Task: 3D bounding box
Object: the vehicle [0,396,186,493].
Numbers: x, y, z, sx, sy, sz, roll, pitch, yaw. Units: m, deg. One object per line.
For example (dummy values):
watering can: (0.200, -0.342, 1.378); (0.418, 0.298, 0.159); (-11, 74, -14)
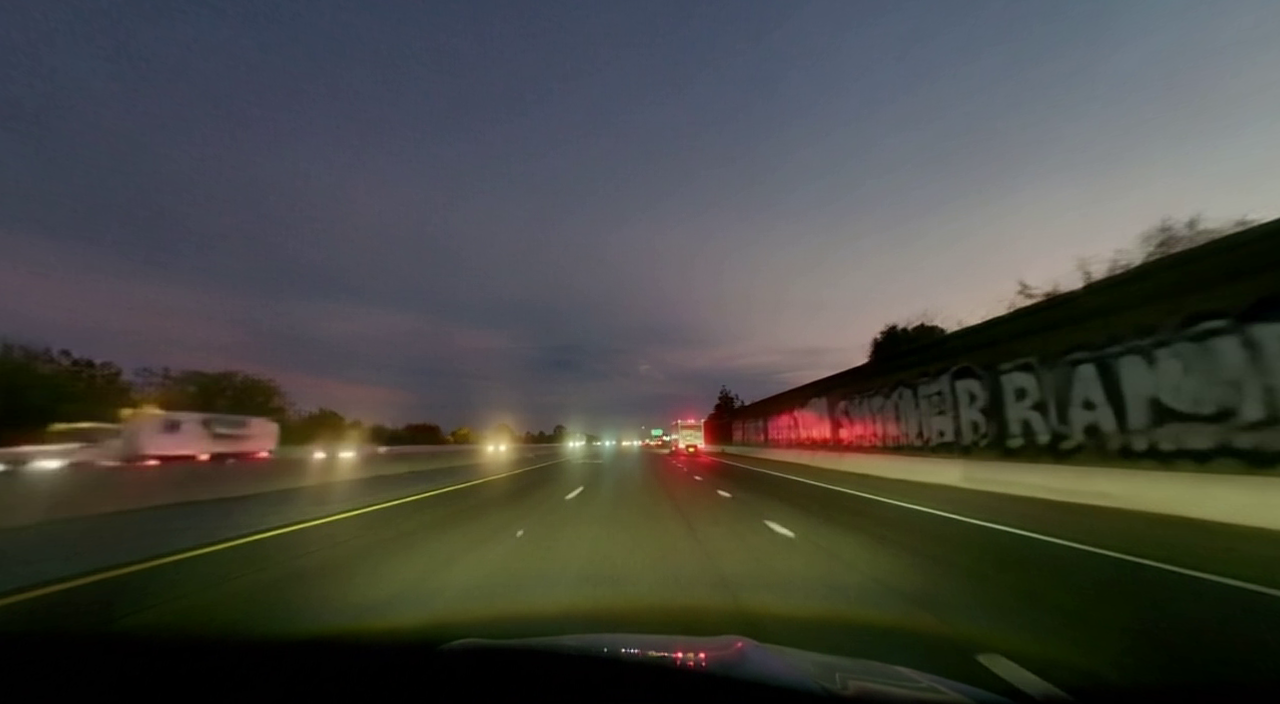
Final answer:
vehicle: (-21.175, 3.517, 24.160); (2.866, 3.196, 6.122); (0, -8, 0)
